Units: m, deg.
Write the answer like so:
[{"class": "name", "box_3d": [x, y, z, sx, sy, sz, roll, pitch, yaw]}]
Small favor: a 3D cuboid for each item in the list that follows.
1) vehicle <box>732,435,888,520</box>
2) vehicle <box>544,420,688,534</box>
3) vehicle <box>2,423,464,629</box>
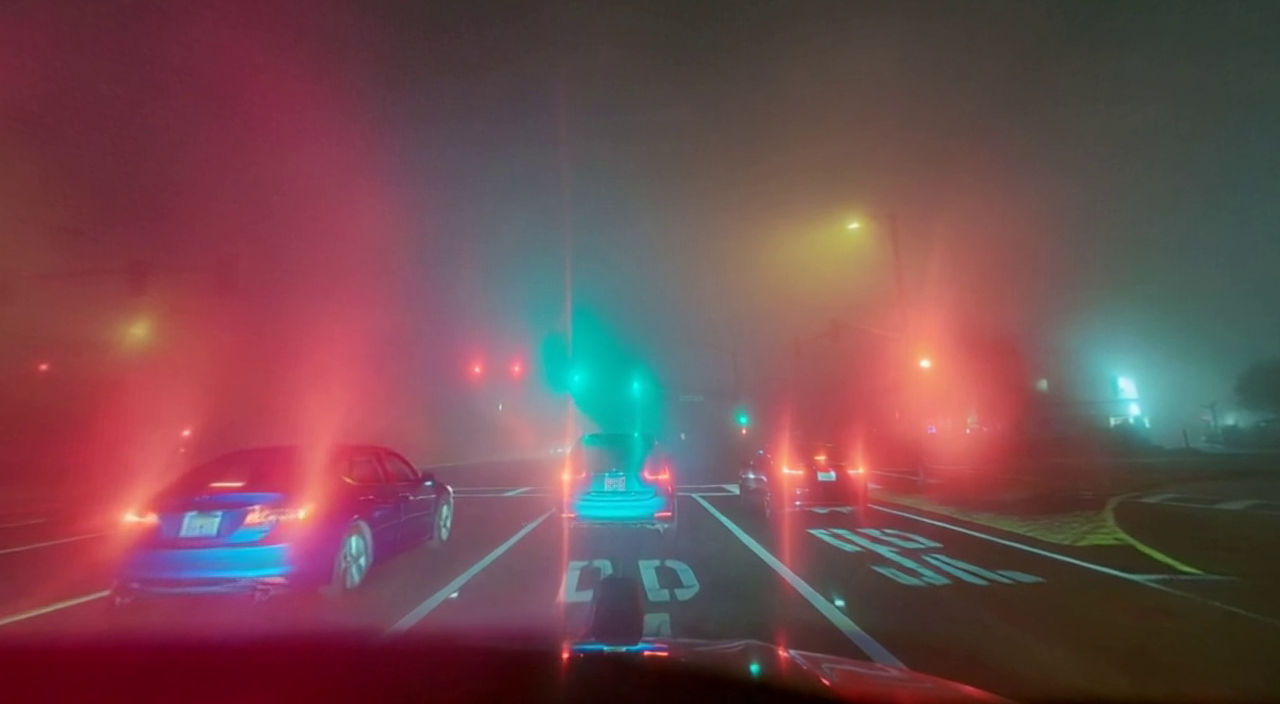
[{"class": "vehicle", "box_3d": [3.271, 2.501, 13.202, 1.970, 1.449, 4.433, 0, -8, -1]}, {"class": "vehicle", "box_3d": [-0.352, 2.059, 10.928, 2.038, 1.599, 3.844, 0, -8, 0]}, {"class": "vehicle", "box_3d": [-3.581, 1.593, 6.875, 2.052, 1.472, 4.479, 0, -8, 0]}]
